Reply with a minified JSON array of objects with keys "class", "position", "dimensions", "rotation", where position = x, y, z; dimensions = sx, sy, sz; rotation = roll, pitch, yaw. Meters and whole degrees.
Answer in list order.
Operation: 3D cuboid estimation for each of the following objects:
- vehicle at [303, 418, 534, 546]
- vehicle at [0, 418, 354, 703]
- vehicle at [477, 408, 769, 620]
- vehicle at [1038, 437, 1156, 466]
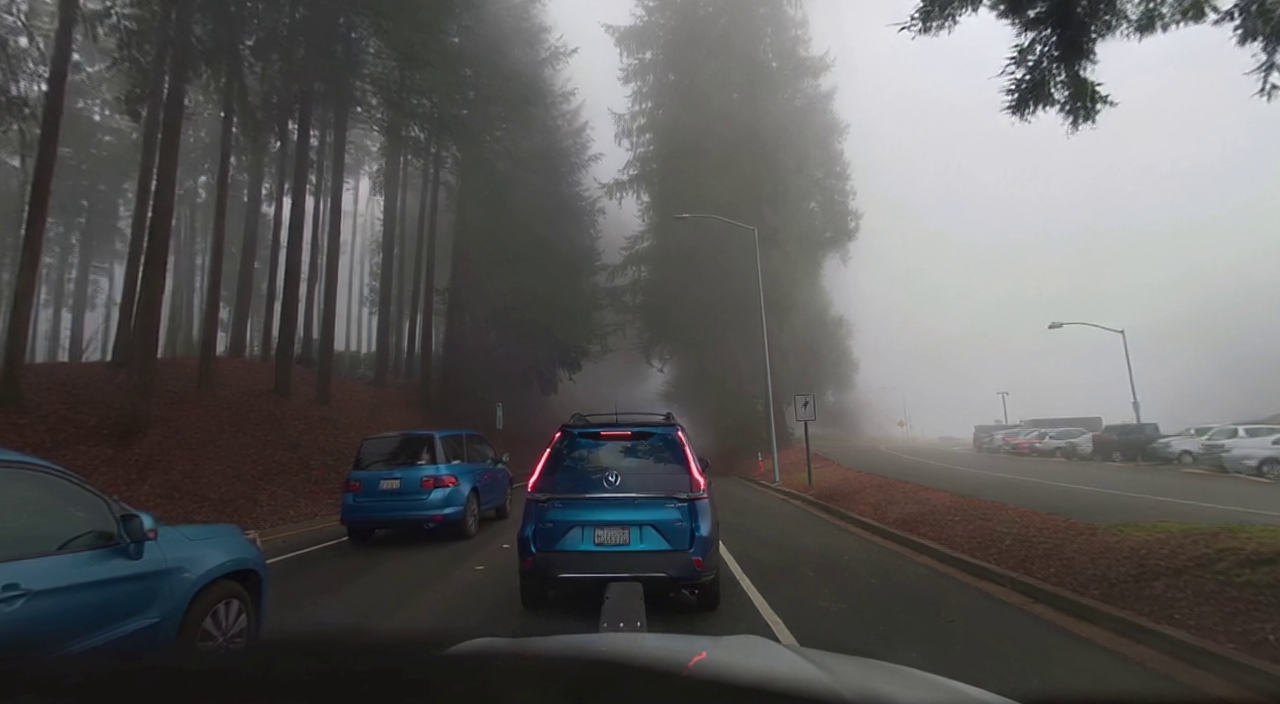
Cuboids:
[{"class":"vehicle","position":[-3.446,2.125,11.053],"dimensions":[2.188,1.745,4.618],"rotation":[0,-8,2]},{"class":"vehicle","position":[-3.711,1.159,3.647],"dimensions":[1.922,1.464,4.424],"rotation":[0,-8,2]},{"class":"vehicle","position":[-0.036,1.521,6.842],"dimensions":[2.229,1.591,3.897],"rotation":[-1,-8,3]},{"class":"vehicle","position":[28.464,6.207,39.457],"dimensions":[5.955,1.702,2.166],"rotation":[1,-8,-6]}]
